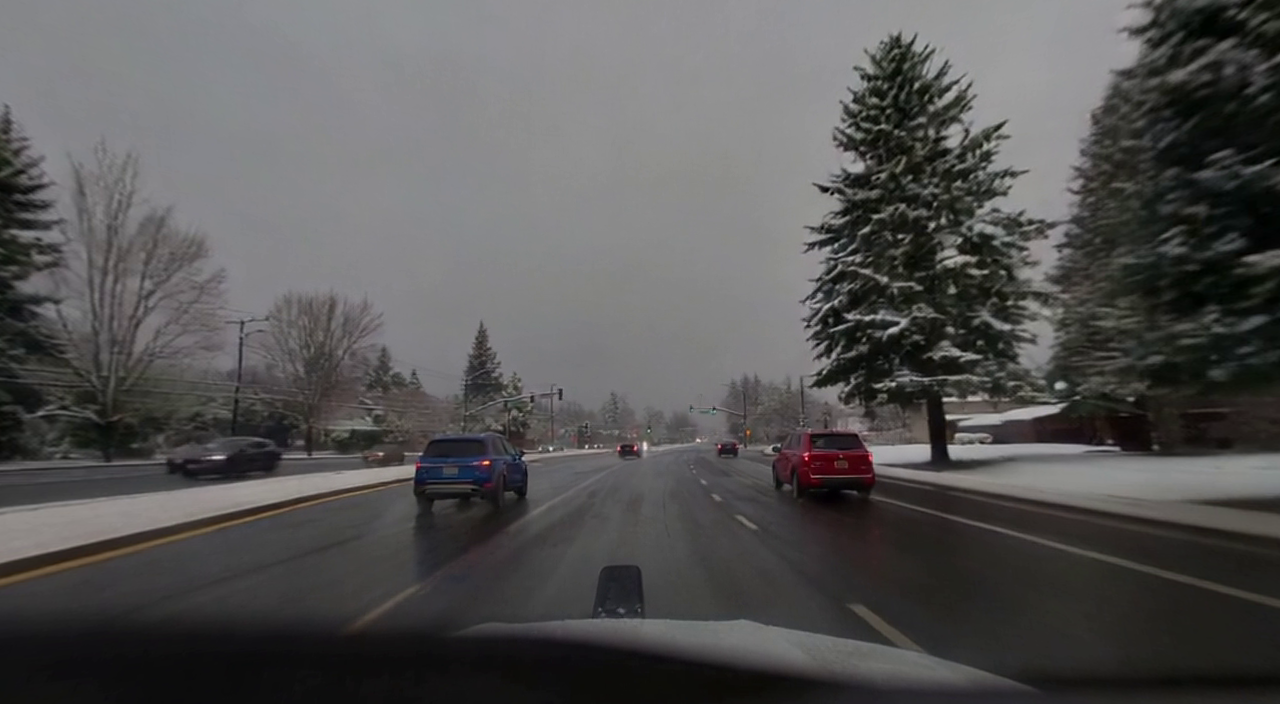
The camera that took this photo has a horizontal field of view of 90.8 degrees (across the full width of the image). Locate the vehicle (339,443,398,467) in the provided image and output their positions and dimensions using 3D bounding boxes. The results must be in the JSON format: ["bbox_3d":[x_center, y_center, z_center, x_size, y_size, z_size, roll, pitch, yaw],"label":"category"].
[{"bbox_3d":[-18.184,6.910,42.593,1.821,1.463,4.363,-1,-8,4],"label":"vehicle"}]

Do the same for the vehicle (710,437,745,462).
[{"bbox_3d":[6.160,6.893,44.782,2.169,1.669,4.037,-1,-8,4],"label":"vehicle"}]

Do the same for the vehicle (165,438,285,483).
[{"bbox_3d":[-17.501,4.577,26.981,1.941,1.711,4.598,-1,-8,1],"label":"vehicle"}]

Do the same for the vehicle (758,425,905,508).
[{"bbox_3d":[4.276,2.638,14.990,2.132,1.659,4.387,0,-8,0],"label":"vehicle"}]

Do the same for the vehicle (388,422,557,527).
[{"bbox_3d":[-3.036,2.338,12.653,2.045,1.688,4.632,-1,-8,1],"label":"vehicle"}]
